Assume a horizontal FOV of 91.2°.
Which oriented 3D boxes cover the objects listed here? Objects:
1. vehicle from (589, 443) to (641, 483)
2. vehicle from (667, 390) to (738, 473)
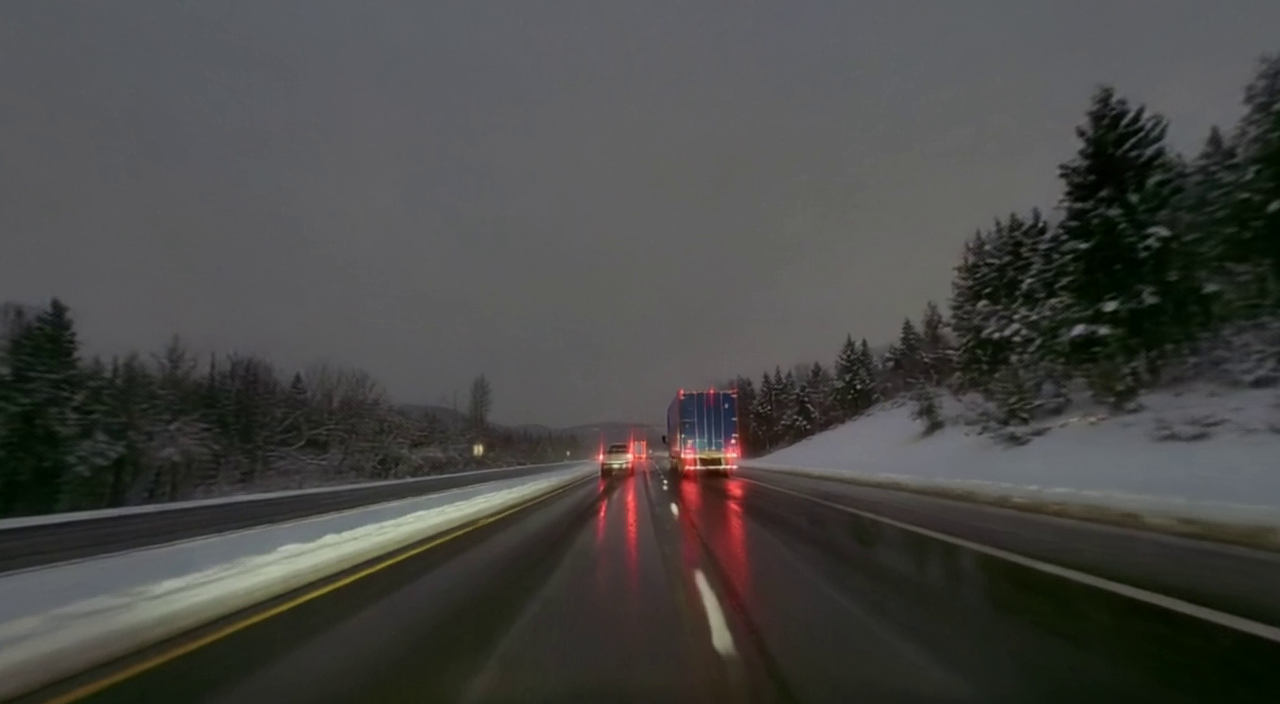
[{"bbox_3d":[-1.102,5.156,29.385,2.160,1.691,4.243,-1,-9,1],"label":"vehicle"},{"bbox_3d":[3.527,5.200,39.475,3.167,4.180,14.924,1,-9,1],"label":"vehicle"}]
